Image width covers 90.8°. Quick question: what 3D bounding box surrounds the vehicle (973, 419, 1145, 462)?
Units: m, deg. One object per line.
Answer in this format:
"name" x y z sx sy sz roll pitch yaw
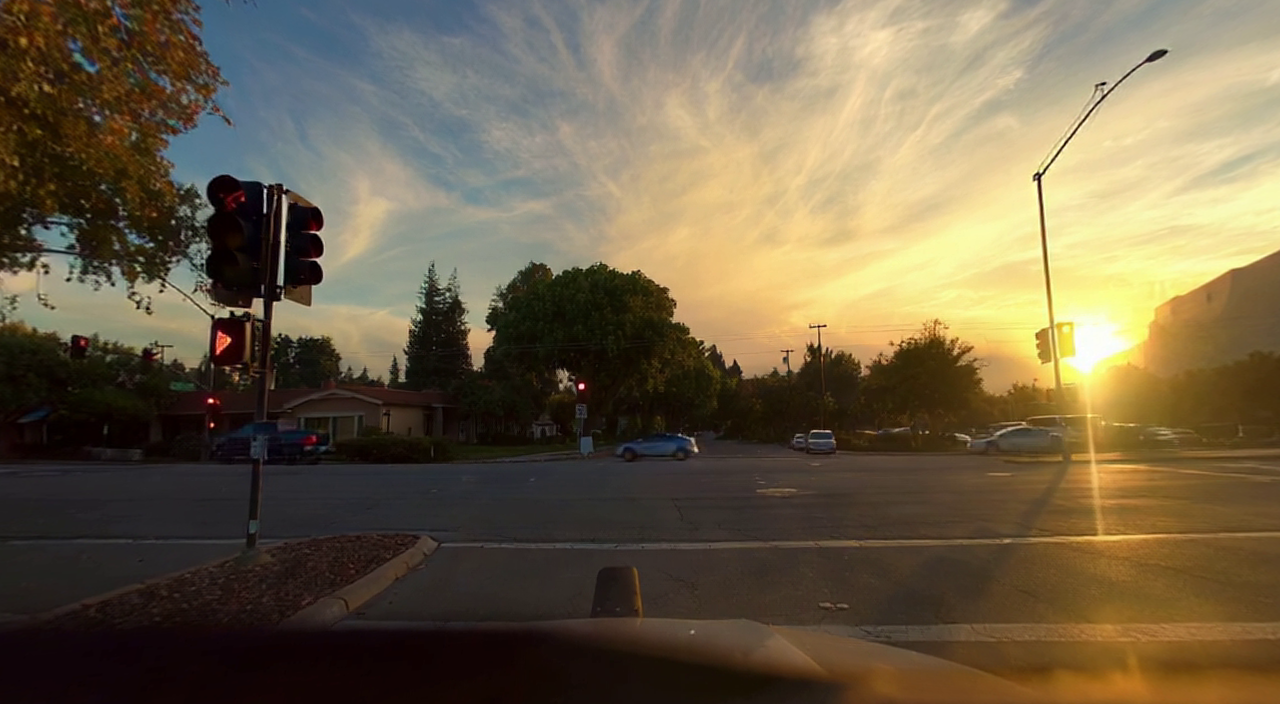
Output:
"vehicle" 15.026 3.214 22.947 4.749 1.461 1.892 -1 -9 9

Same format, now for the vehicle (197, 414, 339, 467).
"vehicle" -23.959 5.735 40.813 7.790 3.197 2.653 -1 -9 9

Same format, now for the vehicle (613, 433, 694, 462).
"vehicle" 0.790 5.437 36.094 4.370 1.592 1.886 -2 -9 10
